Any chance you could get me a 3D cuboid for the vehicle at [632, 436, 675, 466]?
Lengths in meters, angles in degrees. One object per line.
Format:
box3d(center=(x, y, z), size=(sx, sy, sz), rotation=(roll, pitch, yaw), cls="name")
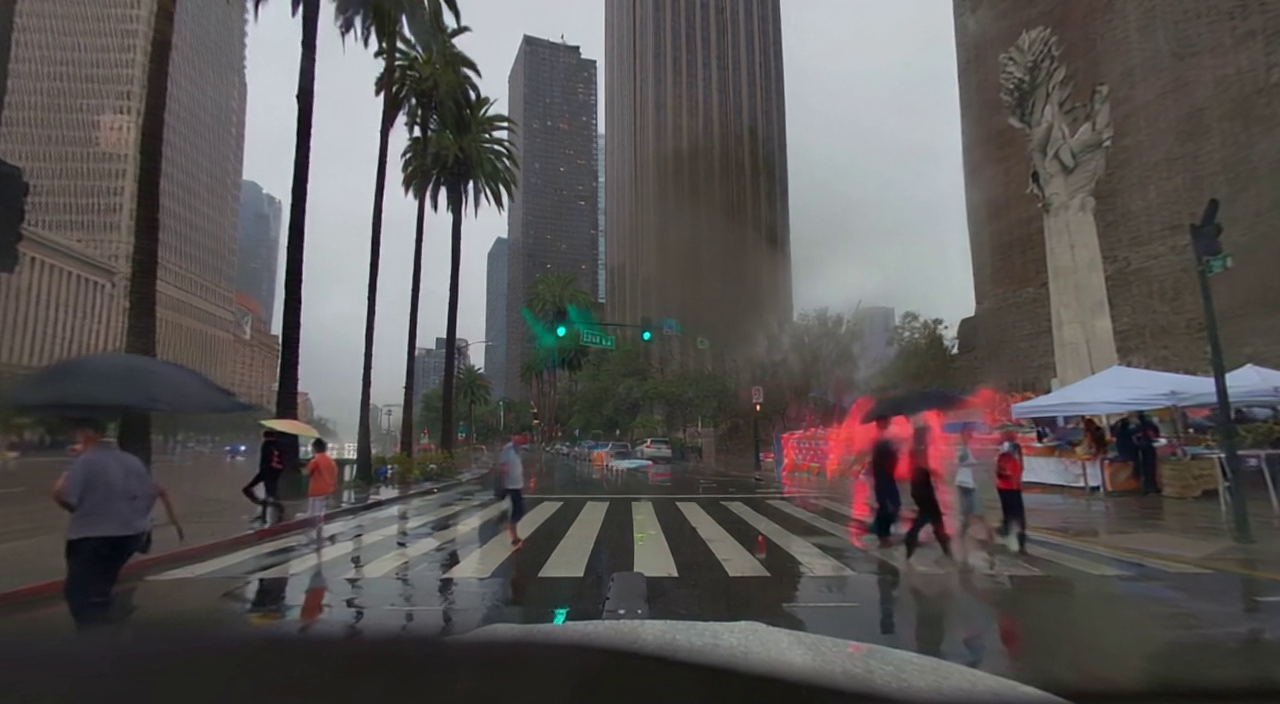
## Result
box3d(center=(0.904, 7.288, 46.662), size=(2.322, 2.071, 5.366), rotation=(1, -9, -9), cls="vehicle")
